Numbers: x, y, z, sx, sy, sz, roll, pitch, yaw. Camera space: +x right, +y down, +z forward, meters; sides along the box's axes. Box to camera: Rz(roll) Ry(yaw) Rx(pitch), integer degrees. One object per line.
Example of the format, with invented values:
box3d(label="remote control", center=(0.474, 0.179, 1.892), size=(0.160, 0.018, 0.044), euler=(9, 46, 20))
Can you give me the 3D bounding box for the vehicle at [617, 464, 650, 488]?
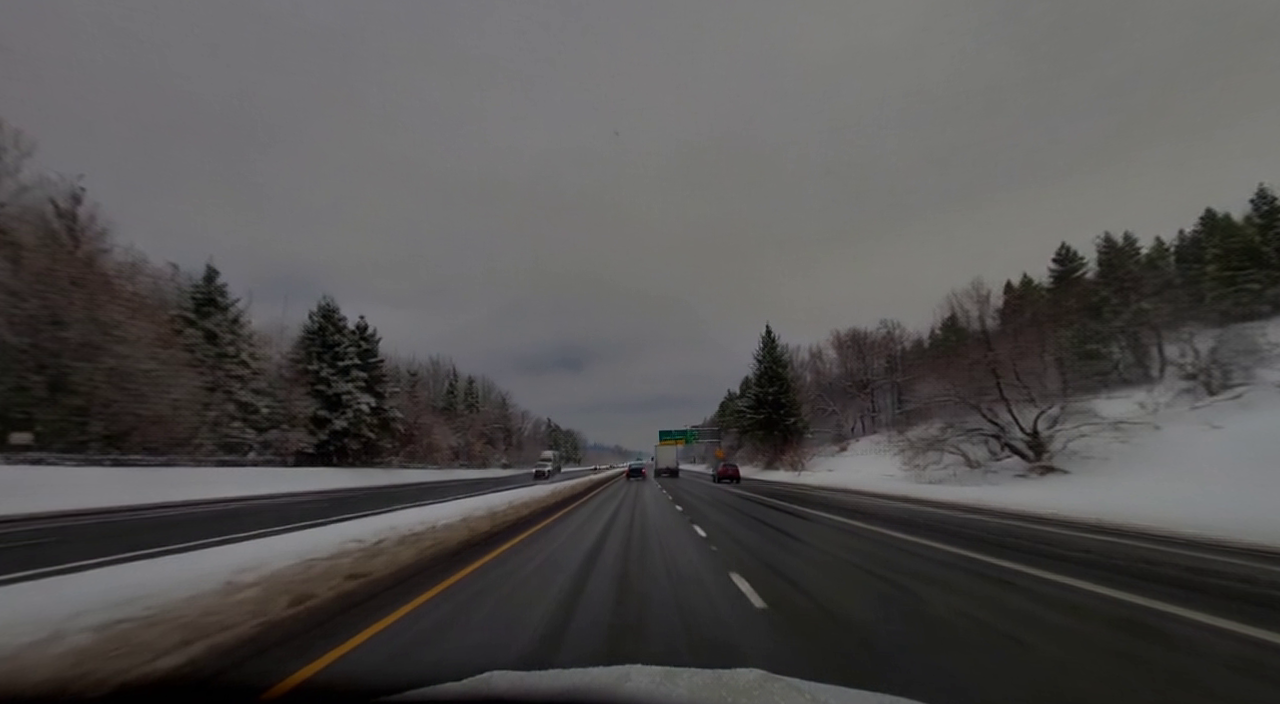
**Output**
box3d(label="vehicle", center=(-0.438, 8.004, 40.885), size=(2.025, 1.452, 3.927), euler=(1, -10, -1))
